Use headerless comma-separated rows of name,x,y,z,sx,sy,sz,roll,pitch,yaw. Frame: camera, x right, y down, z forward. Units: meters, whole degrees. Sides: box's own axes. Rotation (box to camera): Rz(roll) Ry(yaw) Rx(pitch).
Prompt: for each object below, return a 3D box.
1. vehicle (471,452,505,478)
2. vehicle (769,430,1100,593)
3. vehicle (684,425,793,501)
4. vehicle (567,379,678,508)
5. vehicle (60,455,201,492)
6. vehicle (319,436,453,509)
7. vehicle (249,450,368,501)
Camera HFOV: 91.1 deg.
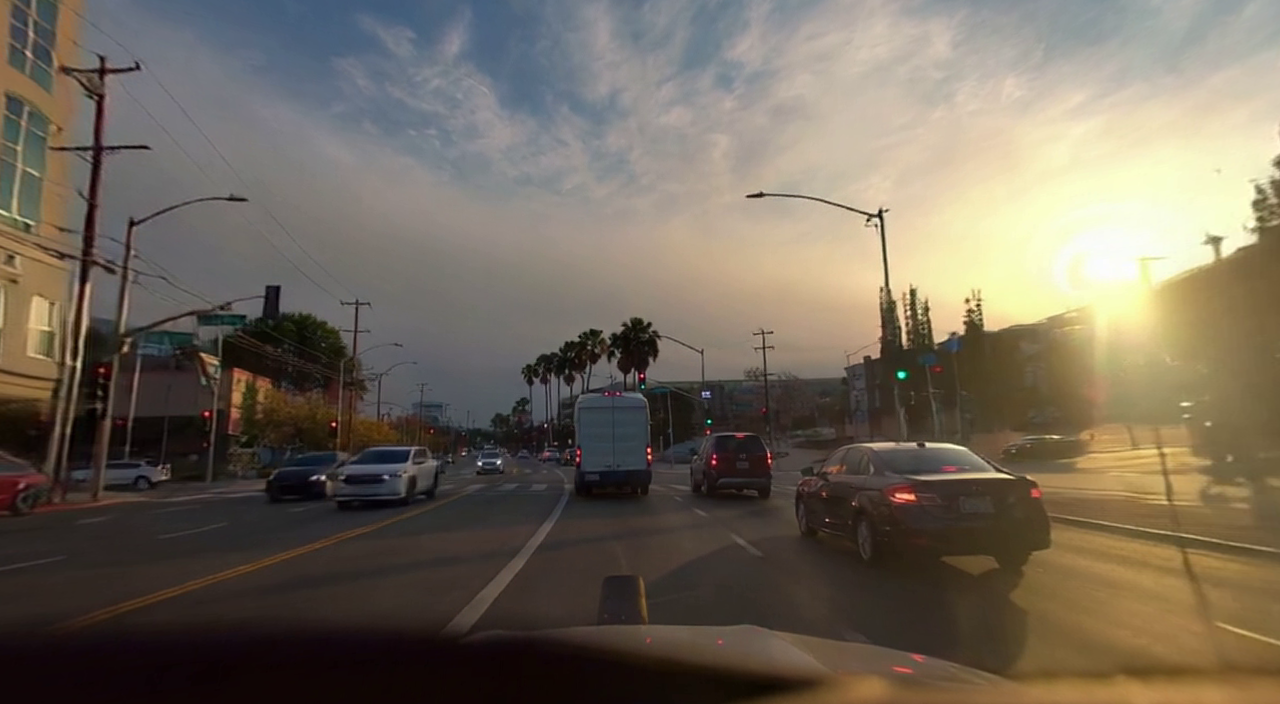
vehicle,-9.836,7.326,40.771,1.878,1.540,3.939,1,-9,-10
vehicle,3.271,1.850,8.300,1.978,1.507,4.636,0,-8,-2
vehicle,2.749,3.278,19.071,2.157,1.944,5.423,0,-8,-3
vehicle,-0.683,2.549,17.534,2.517,2.926,6.177,1,-9,-5
vehicle,-22.471,5.344,27.790,4.585,1.533,1.996,-1,-9,4
vehicle,-6.736,3.212,17.271,2.058,1.730,4.466,0,-9,-4
vehicle,-11.285,4.190,21.803,1.975,1.503,4.533,1,-9,-5
